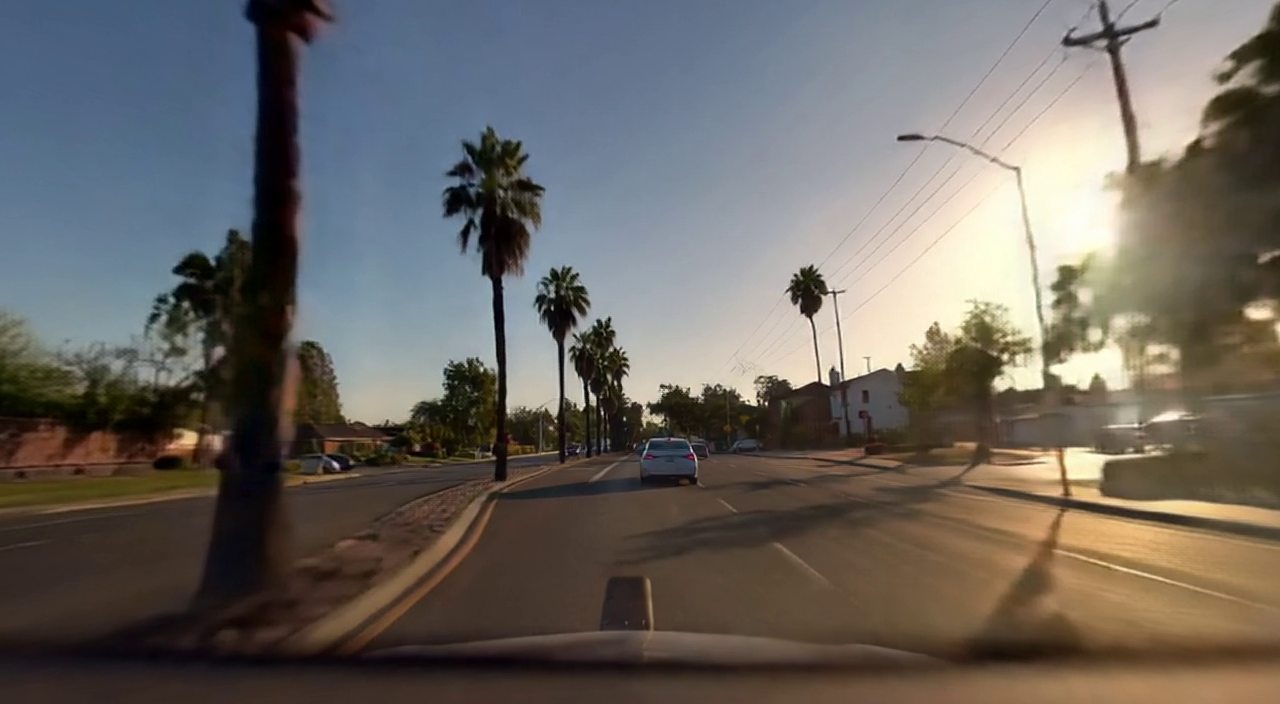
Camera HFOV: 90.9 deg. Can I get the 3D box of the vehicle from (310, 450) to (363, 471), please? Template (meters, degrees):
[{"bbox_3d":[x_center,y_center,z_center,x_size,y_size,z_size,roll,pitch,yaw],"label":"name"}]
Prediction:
[{"bbox_3d":[-23.400,8.335,48.749,1.834,1.499,4.346,0,-8,1],"label":"vehicle"}]

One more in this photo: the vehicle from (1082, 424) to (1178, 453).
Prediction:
[{"bbox_3d":[27.641,4.933,35.728,1.781,1.520,3.979,2,-9,-13],"label":"vehicle"}]

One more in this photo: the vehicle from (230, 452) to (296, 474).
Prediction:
[{"bbox_3d":[-26.388,7.764,44.350,1.813,1.452,4.619,0,-8,0],"label":"vehicle"}]

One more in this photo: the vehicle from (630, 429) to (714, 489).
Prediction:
[{"bbox_3d":[0.875,3.316,19.874,2.289,1.679,4.180,0,-8,-2],"label":"vehicle"}]

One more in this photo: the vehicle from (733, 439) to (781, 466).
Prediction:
[{"bbox_3d":[6.645,5.747,36.230,1.897,1.477,4.360,0,-8,-1],"label":"vehicle"}]

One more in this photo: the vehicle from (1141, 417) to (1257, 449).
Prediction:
[{"bbox_3d":[32.754,4.831,37.128,1.946,1.740,4.813,1,-9,-10],"label":"vehicle"}]
